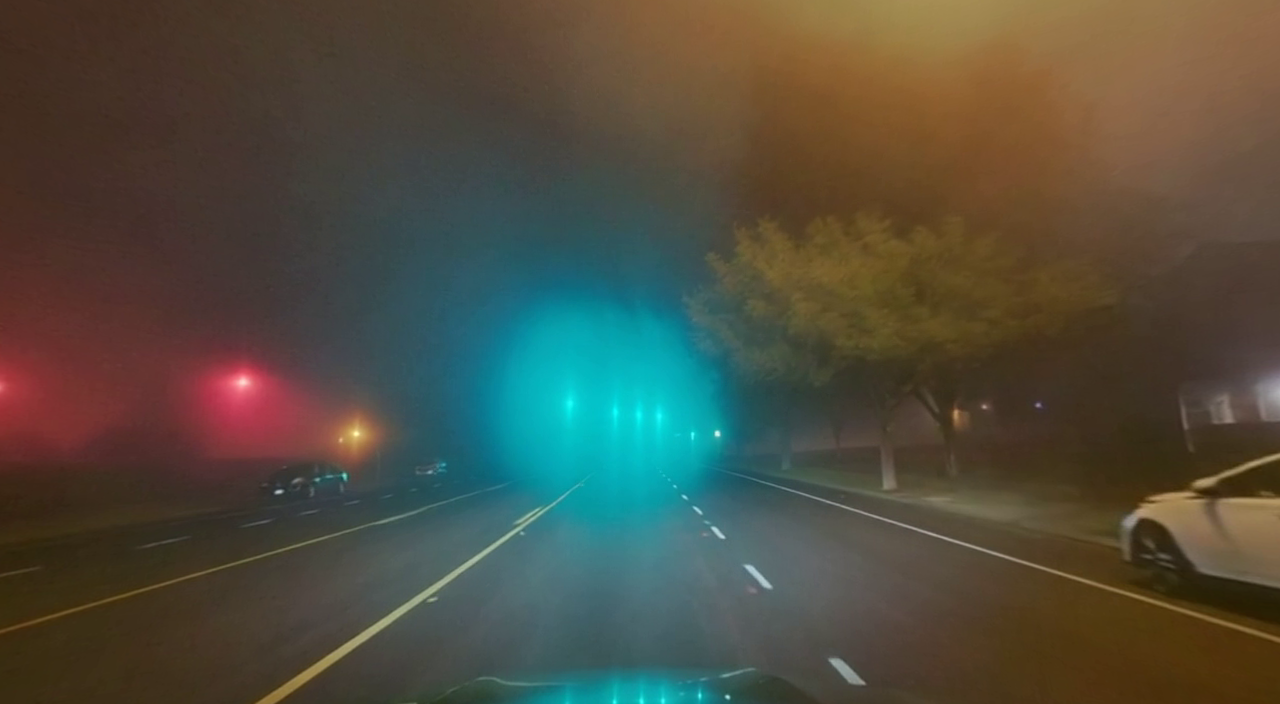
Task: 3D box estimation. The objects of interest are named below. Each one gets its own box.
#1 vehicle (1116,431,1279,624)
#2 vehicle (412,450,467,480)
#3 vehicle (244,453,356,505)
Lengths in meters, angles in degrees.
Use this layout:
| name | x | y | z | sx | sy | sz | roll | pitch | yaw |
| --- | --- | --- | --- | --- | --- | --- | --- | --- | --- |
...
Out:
| name | x | y | z | sx | sy | sz | roll | pitch | yaw |
| --- | --- | --- | --- | --- | --- | --- | --- | --- | --- |
| vehicle | 5.827 | 1.242 | 4.195 | 1.892 | 1.452 | 4.327 | 0 | -9 | -1 |
| vehicle | -13.061 | 7.321 | 41.411 | 2.121 | 1.791 | 4.871 | 0 | -9 | -2 |
| vehicle | -12.953 | 4.805 | 24.402 | 1.916 | 1.754 | 4.337 | 0 | -9 | -1 |
